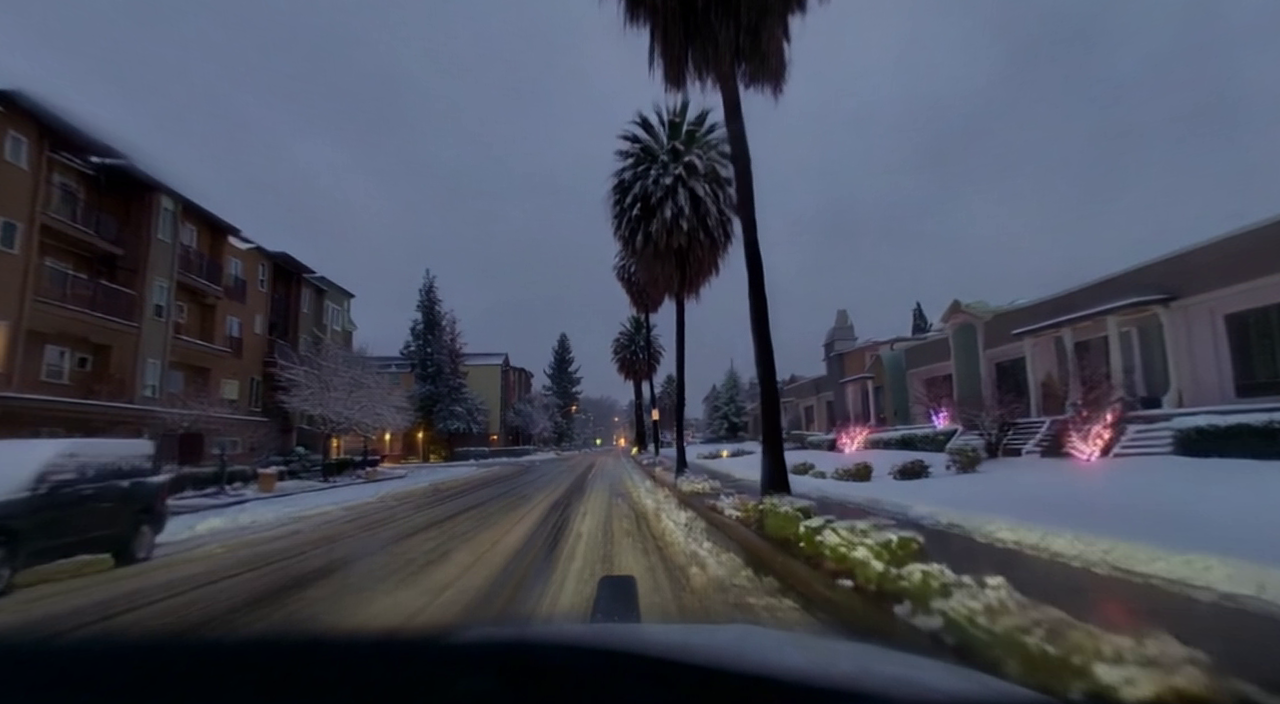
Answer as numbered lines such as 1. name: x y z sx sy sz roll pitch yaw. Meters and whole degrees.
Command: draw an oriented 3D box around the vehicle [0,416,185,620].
1. vehicle: -7.161 1.470 5.534 4.803 1.520 1.894 -2 -7 -6
